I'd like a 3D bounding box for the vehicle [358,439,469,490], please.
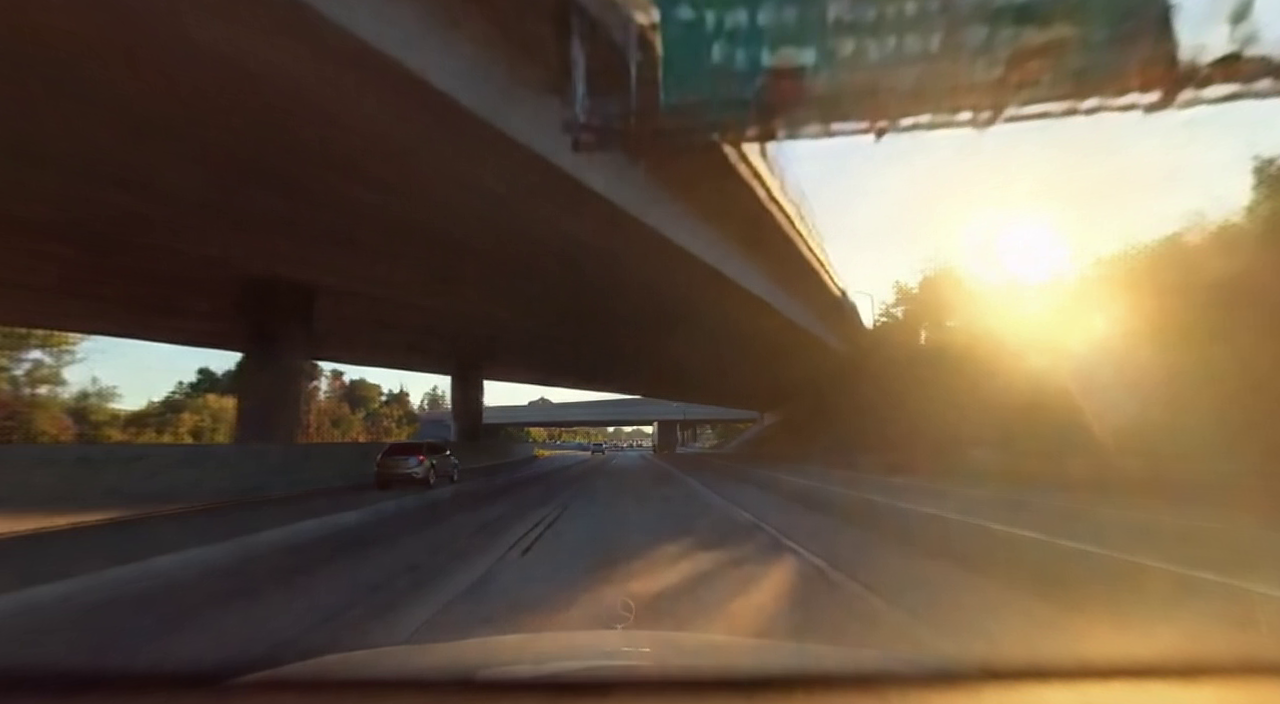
[{"bbox_3d":[-7.311,3.663,20.969,2.033,1.494,4.508,0,-9,0],"label":"vehicle"}]
